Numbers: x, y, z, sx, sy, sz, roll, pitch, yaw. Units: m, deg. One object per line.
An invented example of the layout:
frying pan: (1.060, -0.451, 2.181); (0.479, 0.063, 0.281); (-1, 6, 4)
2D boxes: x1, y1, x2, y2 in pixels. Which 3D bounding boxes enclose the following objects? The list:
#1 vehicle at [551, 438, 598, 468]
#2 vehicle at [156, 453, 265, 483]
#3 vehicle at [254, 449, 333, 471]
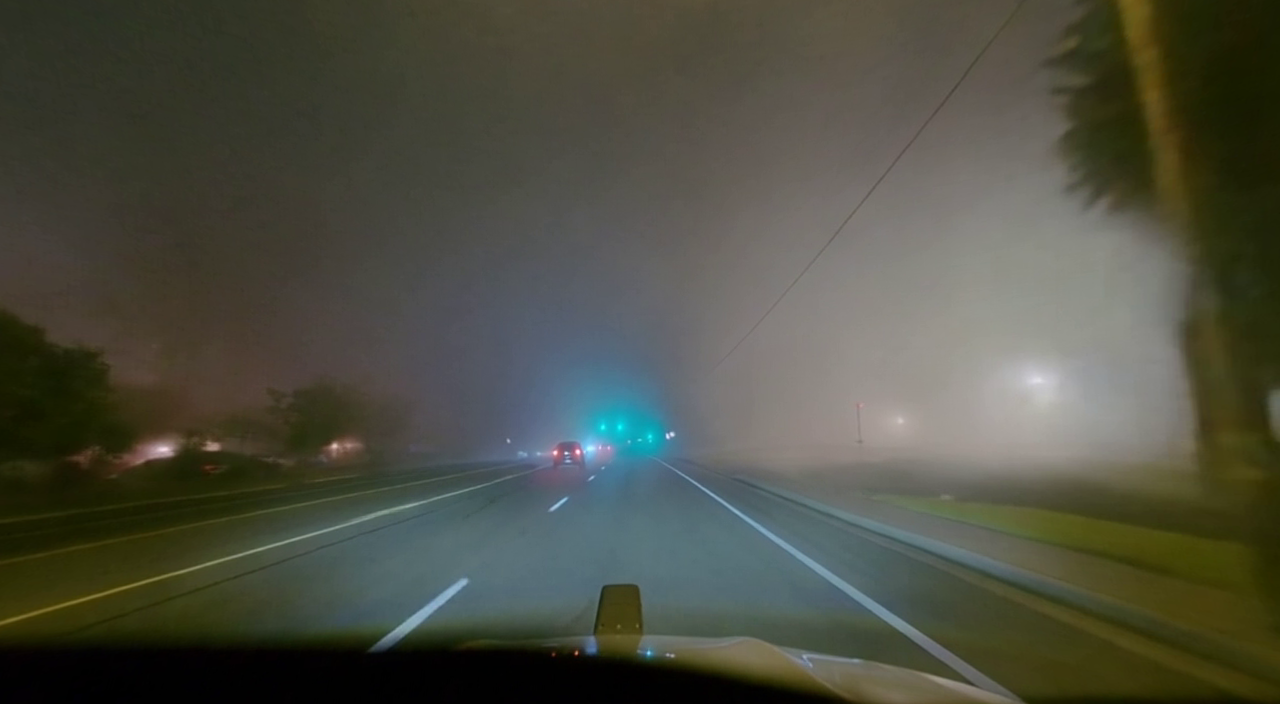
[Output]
vehicle: (-3.453, 5.425, 34.114); (2.030, 1.467, 4.251); (0, -8, 0)
vehicle: (-22.252, 5.986, 32.845); (4.252, 1.458, 1.915); (0, -8, 1)
vehicle: (-24.020, 7.458, 43.919); (4.235, 1.456, 2.171); (0, -8, 1)
